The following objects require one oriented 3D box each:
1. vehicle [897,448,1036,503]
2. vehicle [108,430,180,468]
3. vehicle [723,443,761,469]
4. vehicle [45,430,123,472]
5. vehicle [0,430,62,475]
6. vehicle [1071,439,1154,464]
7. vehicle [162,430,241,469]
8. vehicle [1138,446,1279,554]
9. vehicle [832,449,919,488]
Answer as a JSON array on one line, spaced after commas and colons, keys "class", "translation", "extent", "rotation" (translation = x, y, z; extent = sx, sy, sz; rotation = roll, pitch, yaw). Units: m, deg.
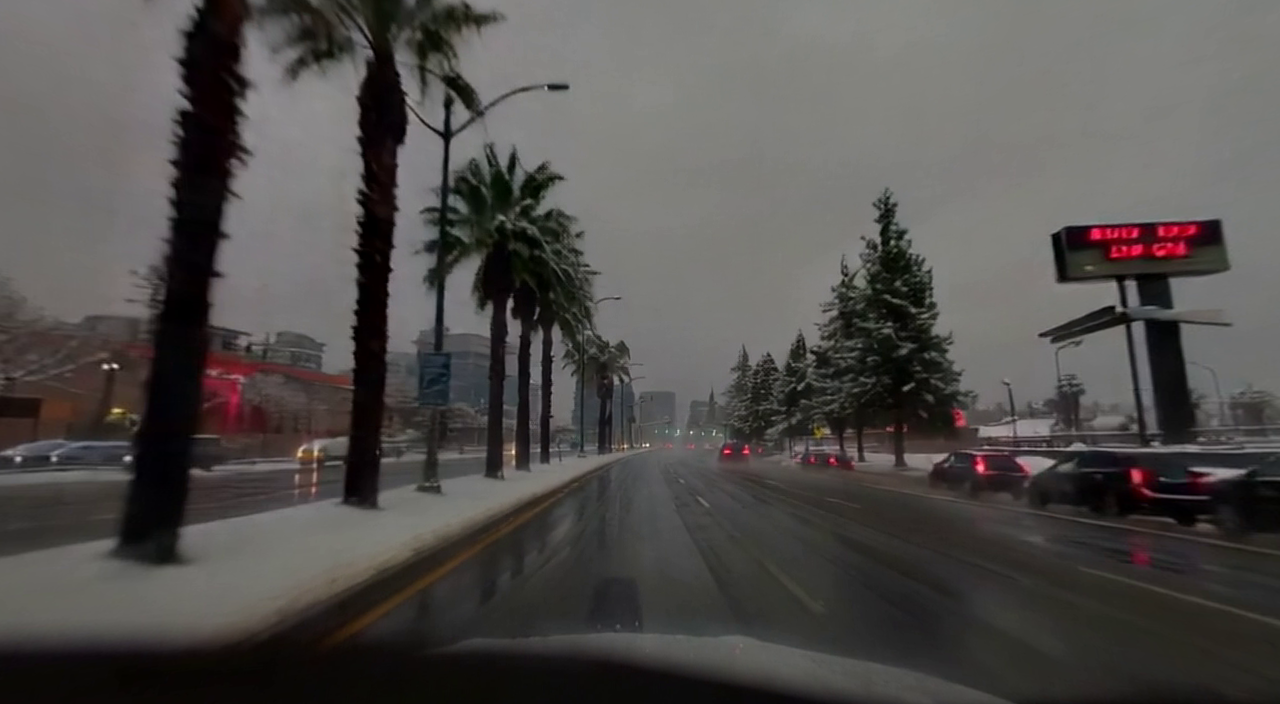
[{"class": "vehicle", "translation": [10.138, 3.830, 20.051], "extent": [1.875, 1.491, 4.780], "rotation": [0, -9, 0]}, {"class": "vehicle", "translation": [-32.075, 6.230, 40.607], "extent": [6.178, 2.298, 1.943], "rotation": [-6, -10, 37]}, {"class": "vehicle", "translation": [7.023, 7.211, 43.888], "extent": [2.000, 1.717, 4.101], "rotation": [0, -9, 0]}, {"class": "vehicle", "translation": [-35.106, 6.221, 39.673], "extent": [5.636, 2.448, 2.280], "rotation": [-6, -11, 36]}, {"class": "vehicle", "translation": [-37.262, 6.023, 37.938], "extent": [6.188, 2.494, 2.424], "rotation": [-7, -11, 39]}, {"class": "vehicle", "translation": [33.819, 7.120, 45.115], "extent": [4.252, 1.711, 1.954], "rotation": [0, -9, 2]}, {"class": "vehicle", "translation": [-30.861, 6.898, 44.247], "extent": [5.692, 2.593, 2.245], "rotation": [-7, -11, 31]}, {"class": "vehicle", "translation": [10.335, 2.166, 9.225], "extent": [2.086, 1.545, 4.645], "rotation": [1, -9, -3]}, {"class": "vehicle", "translation": [10.216, 5.060, 27.685], "extent": [1.950, 1.410, 4.642], "rotation": [0, -7, -1]}]
